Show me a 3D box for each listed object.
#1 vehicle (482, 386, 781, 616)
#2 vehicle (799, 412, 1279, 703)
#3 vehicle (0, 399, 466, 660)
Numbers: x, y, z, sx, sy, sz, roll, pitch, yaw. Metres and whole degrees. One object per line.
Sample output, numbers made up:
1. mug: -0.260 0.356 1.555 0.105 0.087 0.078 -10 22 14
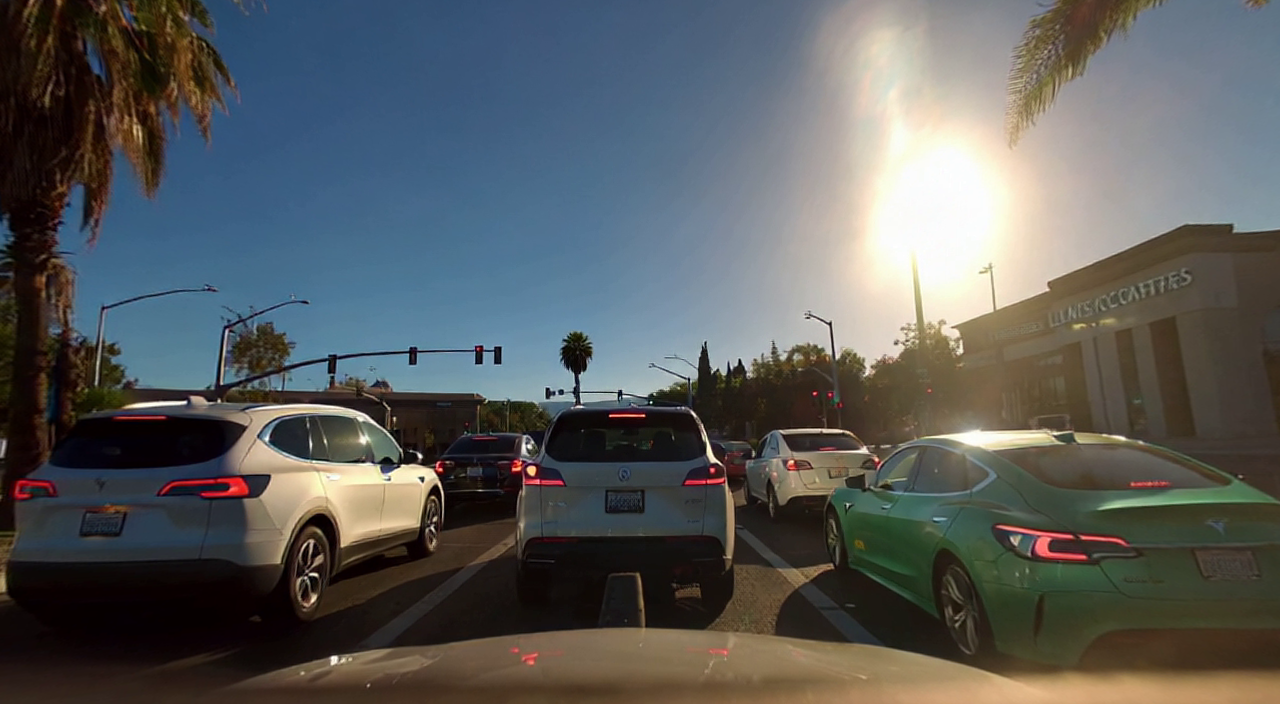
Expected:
1. vehicle: -0.128 1.460 7.098 2.280 1.747 4.361 0 -8 -2
2. vehicle: 2.966 1.370 5.256 2.017 1.491 4.611 0 -8 -1
3. vehicle: -3.355 1.386 6.050 2.014 1.534 4.455 0 -8 1
